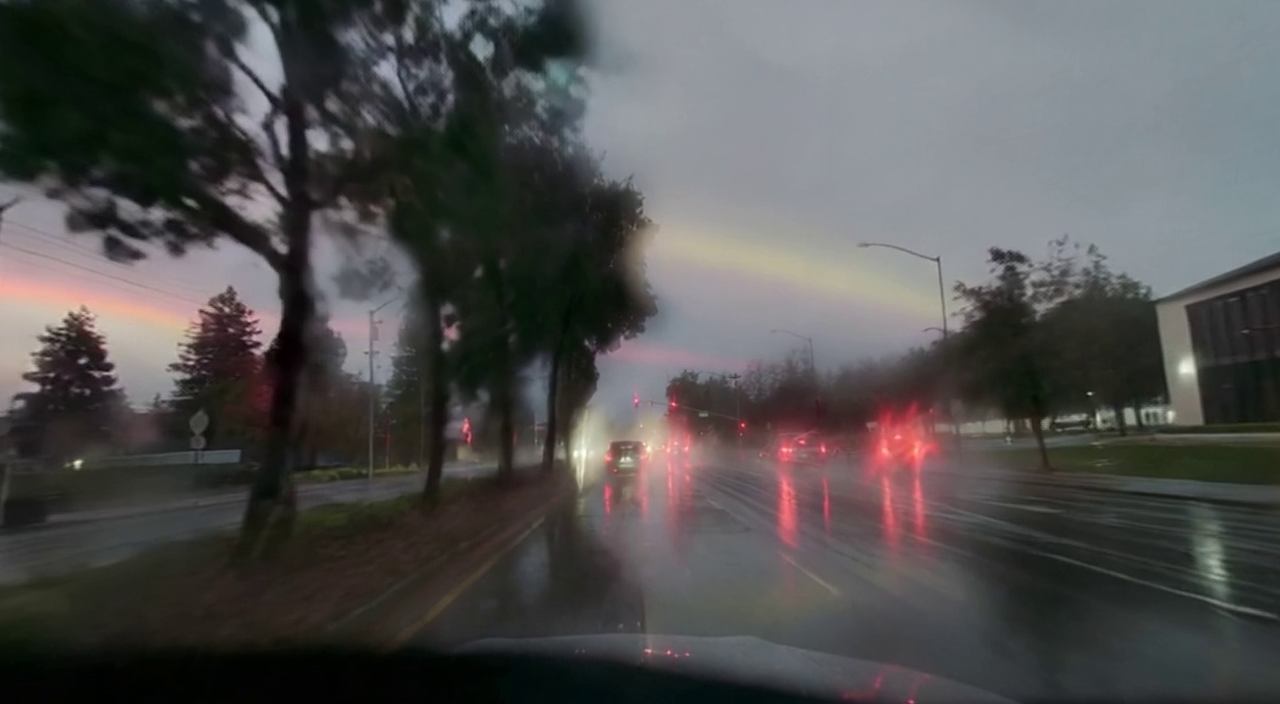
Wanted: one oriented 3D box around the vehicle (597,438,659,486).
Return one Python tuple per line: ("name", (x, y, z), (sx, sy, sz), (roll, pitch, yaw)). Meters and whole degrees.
("vehicle", (-0.438, 4.172, 24.302), (2.181, 1.639, 4.127), (0, -9, 0))
